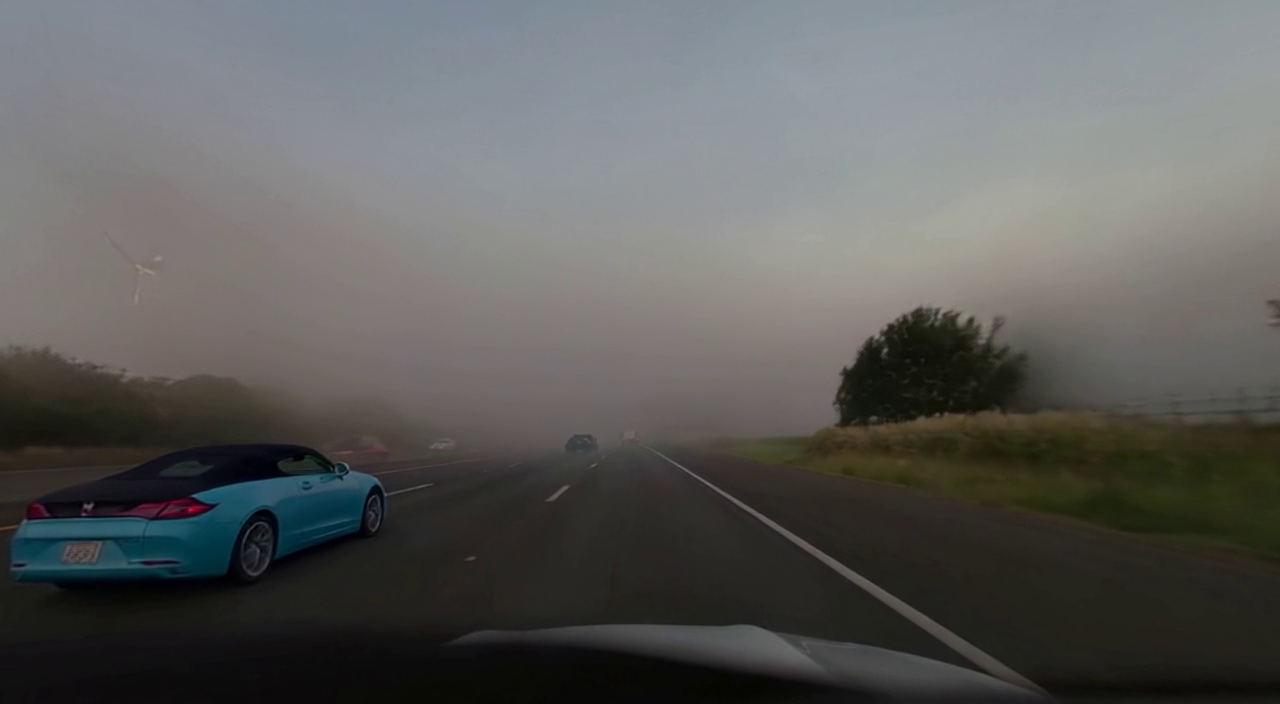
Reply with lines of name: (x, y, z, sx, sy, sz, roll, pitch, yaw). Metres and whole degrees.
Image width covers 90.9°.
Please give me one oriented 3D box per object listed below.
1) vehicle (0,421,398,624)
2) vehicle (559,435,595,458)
vehicle: (-4.316, 1.486, 6.588, 1.969, 1.413, 4.194, 0, -8, -1)
vehicle: (-4.027, 6.089, 40.742, 2.024, 1.456, 3.754, 0, -8, -1)
